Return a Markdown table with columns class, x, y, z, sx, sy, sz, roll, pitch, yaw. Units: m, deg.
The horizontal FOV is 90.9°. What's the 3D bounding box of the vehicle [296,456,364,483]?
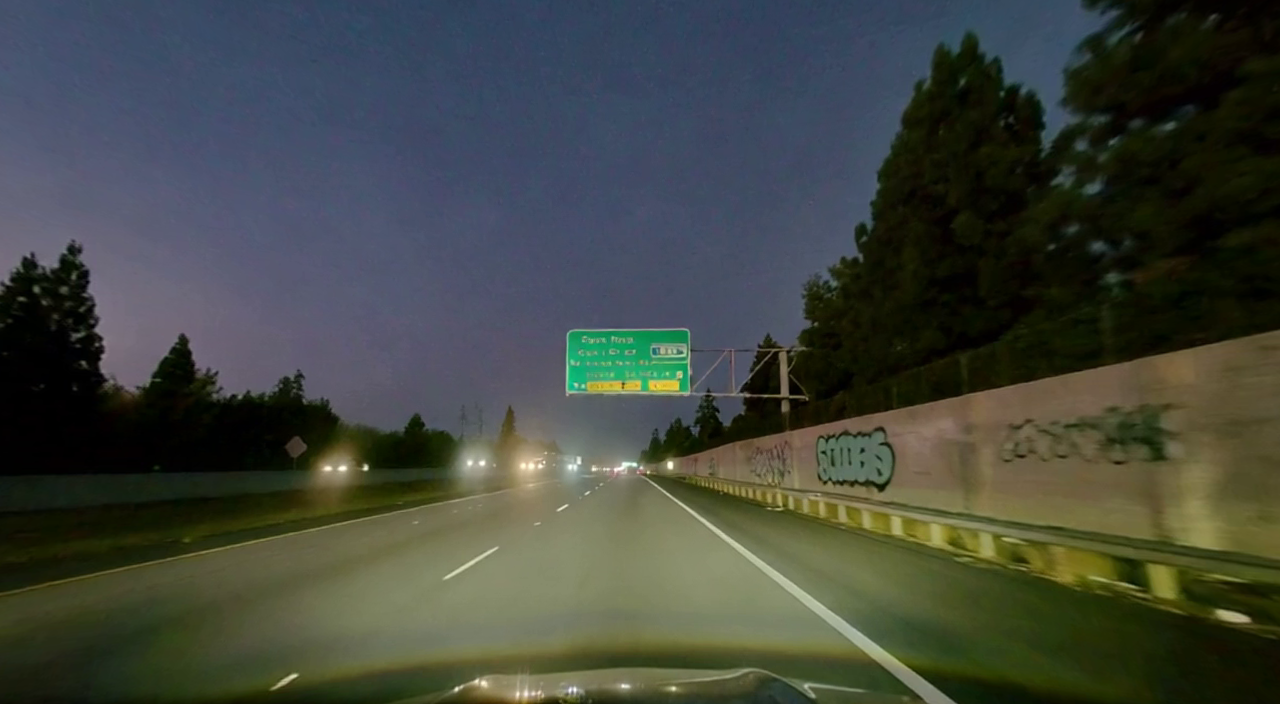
| class | x | y | z | sx | sy | sz | roll | pitch | yaw |
| --- | --- | --- | --- | --- | --- | --- | --- | --- | --- |
| vehicle | -18.180 | 6.929 | 37.175 | 1.783 | 1.458 | 4.435 | 1 | -10 | 0 |
